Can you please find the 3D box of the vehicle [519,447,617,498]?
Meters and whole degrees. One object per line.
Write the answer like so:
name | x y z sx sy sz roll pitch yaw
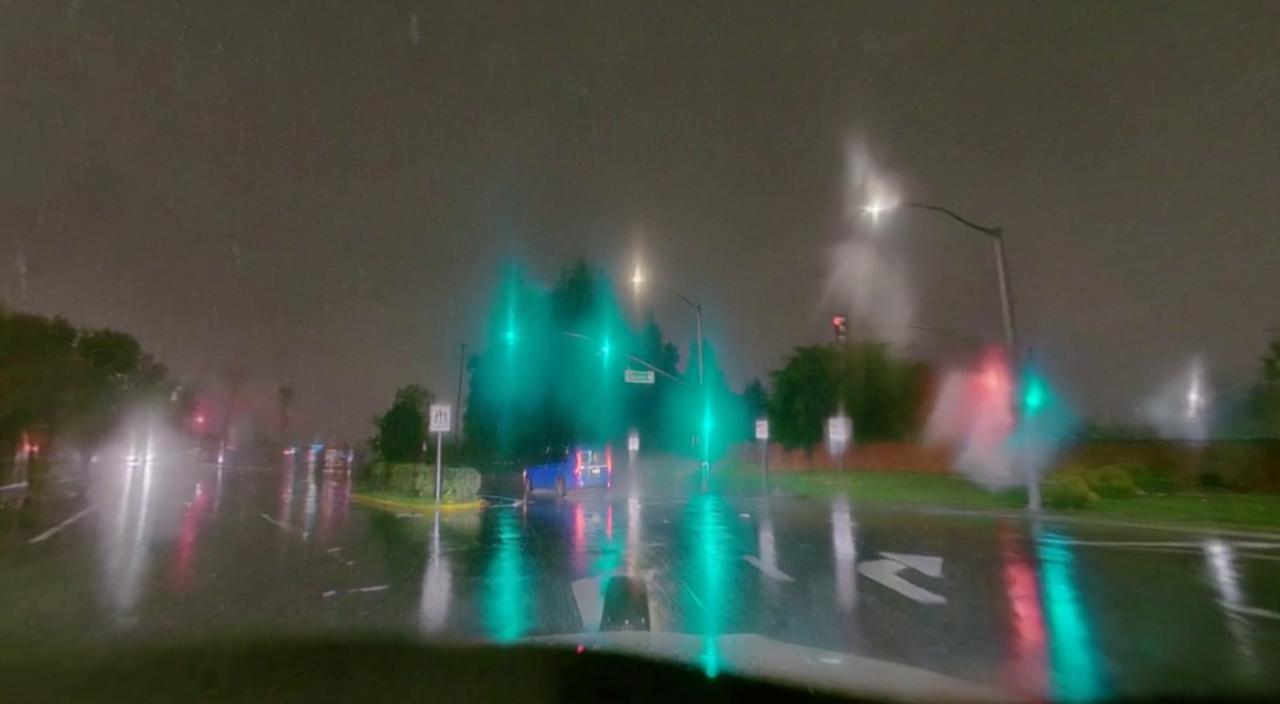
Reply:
vehicle | -3.060 4.809 25.698 2.284 1.788 4.871 4 -10 -28
